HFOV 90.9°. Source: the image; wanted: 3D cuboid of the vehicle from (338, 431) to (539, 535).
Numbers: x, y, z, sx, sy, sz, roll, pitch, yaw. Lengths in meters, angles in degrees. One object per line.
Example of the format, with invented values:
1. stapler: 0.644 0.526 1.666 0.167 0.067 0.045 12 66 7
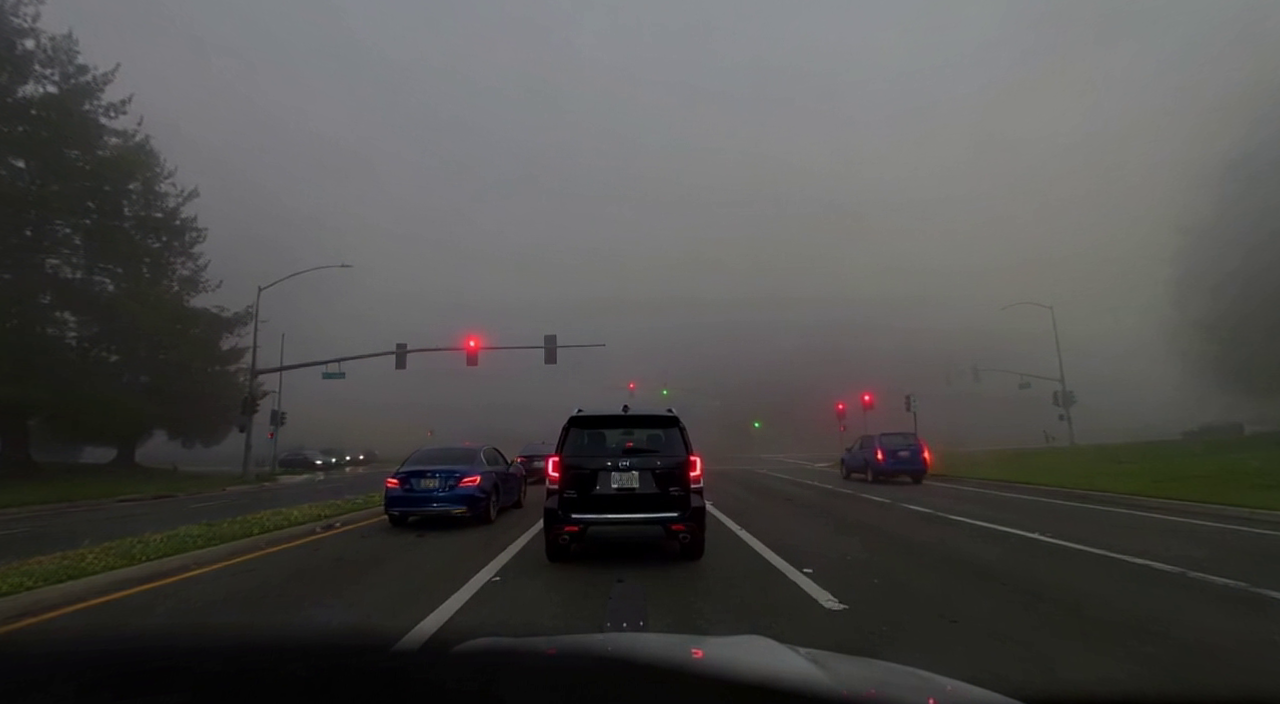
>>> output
1. vehicle: -3.366 2.299 11.873 2.061 1.504 5.142 0 -8 0

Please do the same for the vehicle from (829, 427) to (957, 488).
1. vehicle: 8.044 3.404 20.657 2.166 1.761 4.692 0 -8 -1

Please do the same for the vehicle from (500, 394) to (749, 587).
1. vehicle: -0.143 1.588 7.985 2.298 1.770 4.138 0 -8 0
